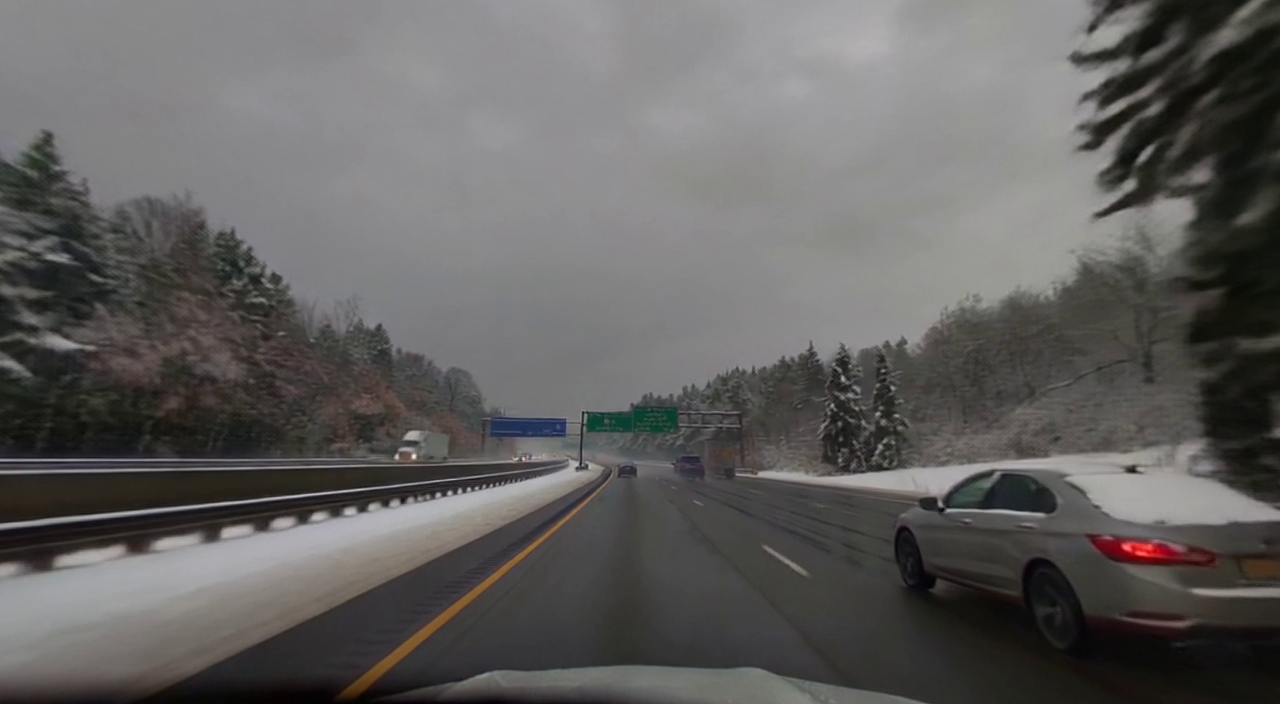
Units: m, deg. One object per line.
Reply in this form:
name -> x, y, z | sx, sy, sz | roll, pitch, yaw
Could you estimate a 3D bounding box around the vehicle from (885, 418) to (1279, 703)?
vehicle -> 3.955, 1.549, 5.184 | 2.132, 1.662, 4.180 | 1, -10, -1
